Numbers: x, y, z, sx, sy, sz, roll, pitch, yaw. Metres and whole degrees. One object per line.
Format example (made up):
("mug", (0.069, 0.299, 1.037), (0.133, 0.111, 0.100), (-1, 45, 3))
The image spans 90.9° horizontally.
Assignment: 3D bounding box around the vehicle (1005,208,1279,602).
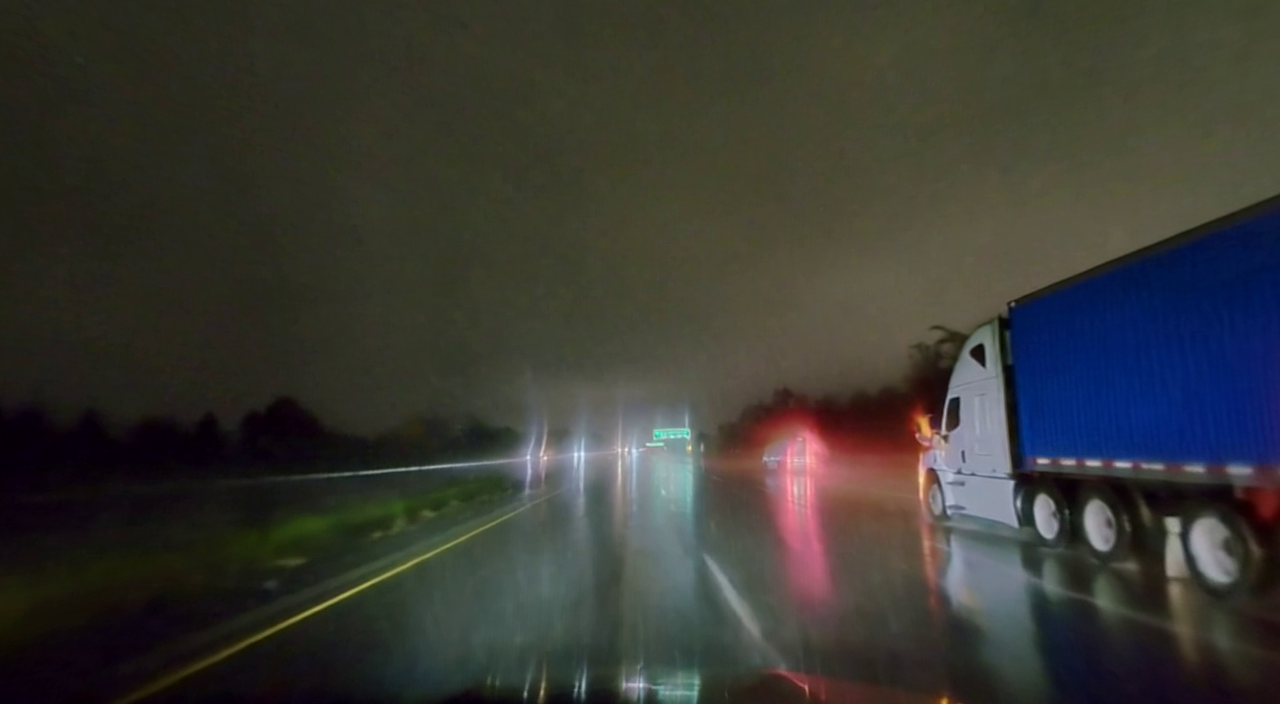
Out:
("vehicle", (6.601, 0.425, 5.103), (2.690, 3.197, 7.515), (0, -9, 0))
